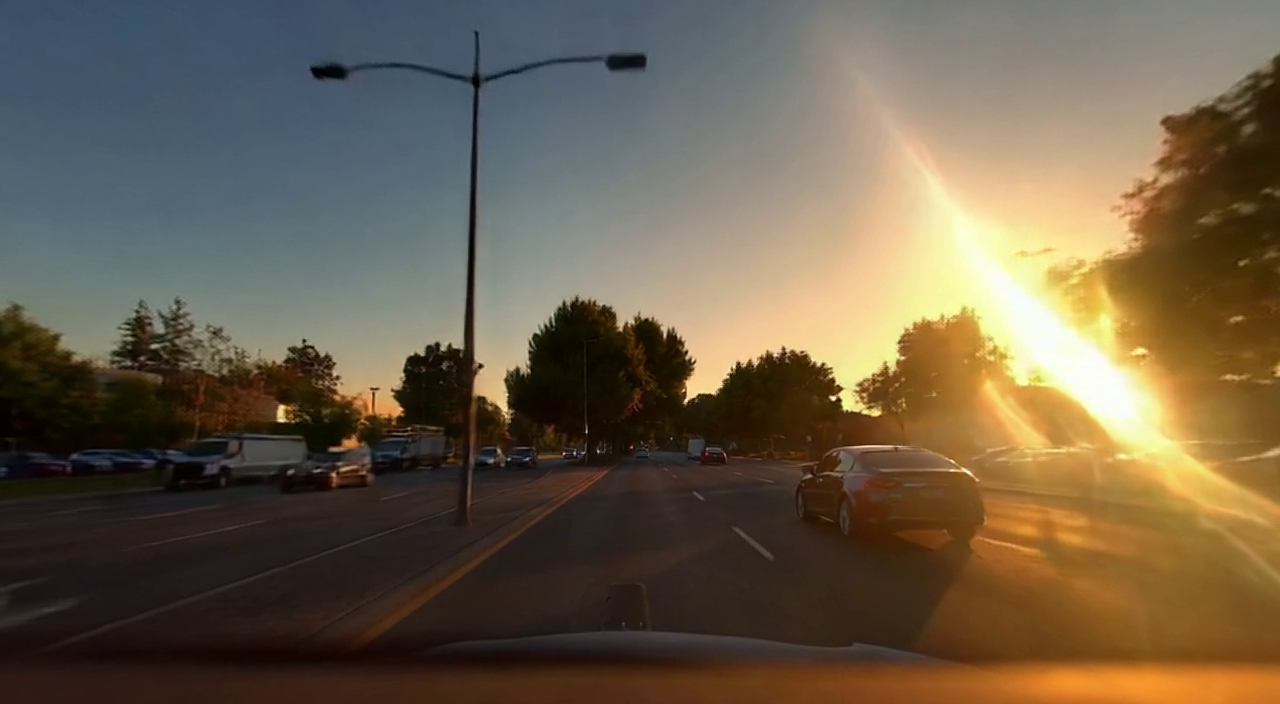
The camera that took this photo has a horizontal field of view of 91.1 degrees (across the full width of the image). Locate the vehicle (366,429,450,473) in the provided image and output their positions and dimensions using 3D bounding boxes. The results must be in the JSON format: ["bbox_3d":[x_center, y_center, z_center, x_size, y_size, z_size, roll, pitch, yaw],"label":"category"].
[{"bbox_3d":[-18.089,7.845,49.763,3.043,2.916,9.736,-4,-9,-1],"label":"vehicle"}]

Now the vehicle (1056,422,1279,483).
[{"bbox_3d":[17.541,3.347,20.965,5.497,1.794,2.333,-1,-8,1],"label":"vehicle"}]

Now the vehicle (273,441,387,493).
[{"bbox_3d":[-11.926,4.435,24.582,2.145,1.807,4.486,0,-9,0],"label":"vehicle"}]

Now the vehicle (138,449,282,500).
[{"bbox_3d":[-15.365,4.360,22.801,1.936,1.612,4.585,0,-9,0],"label":"vehicle"}]

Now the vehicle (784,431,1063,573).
[{"bbox_3d":[3.559,1.949,8.999,1.935,1.501,4.384,0,-9,0],"label":"vehicle"}]

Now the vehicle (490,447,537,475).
[{"bbox_3d":[-7.126,6.169,35.797,1.923,1.471,4.646,0,-9,-3],"label":"vehicle"}]
